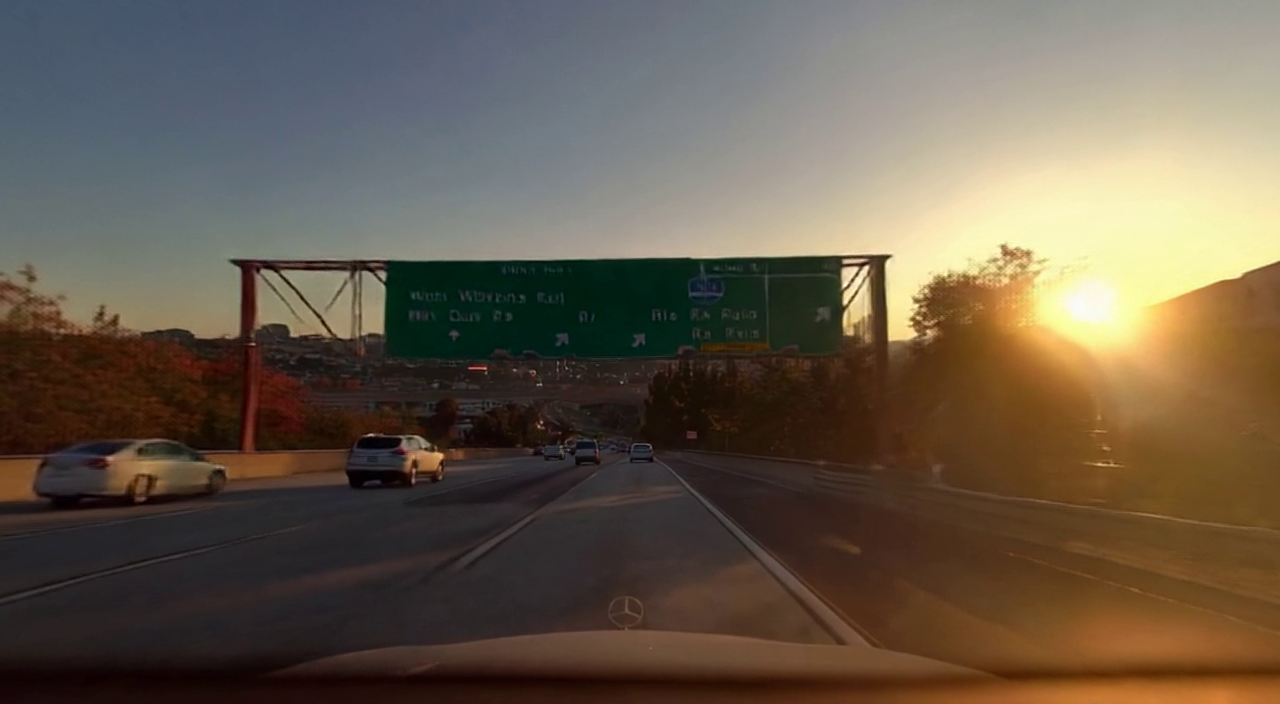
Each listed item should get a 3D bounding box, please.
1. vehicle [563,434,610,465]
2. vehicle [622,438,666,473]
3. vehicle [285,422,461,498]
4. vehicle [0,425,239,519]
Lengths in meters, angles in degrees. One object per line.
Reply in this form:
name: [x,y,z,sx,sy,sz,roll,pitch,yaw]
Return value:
vehicle: [-3.726,6.953,45.151,2.751,2.050,5.761,0,-8,1]
vehicle: [0.190,5.382,33.037,2.135,1.697,4.757,0,-8,0]
vehicle: [-7.559,3.149,18.878,2.521,1.901,5.988,0,-8,1]
vehicle: [-11.616,2.578,14.104,2.187,1.726,4.634,0,-8,1]
